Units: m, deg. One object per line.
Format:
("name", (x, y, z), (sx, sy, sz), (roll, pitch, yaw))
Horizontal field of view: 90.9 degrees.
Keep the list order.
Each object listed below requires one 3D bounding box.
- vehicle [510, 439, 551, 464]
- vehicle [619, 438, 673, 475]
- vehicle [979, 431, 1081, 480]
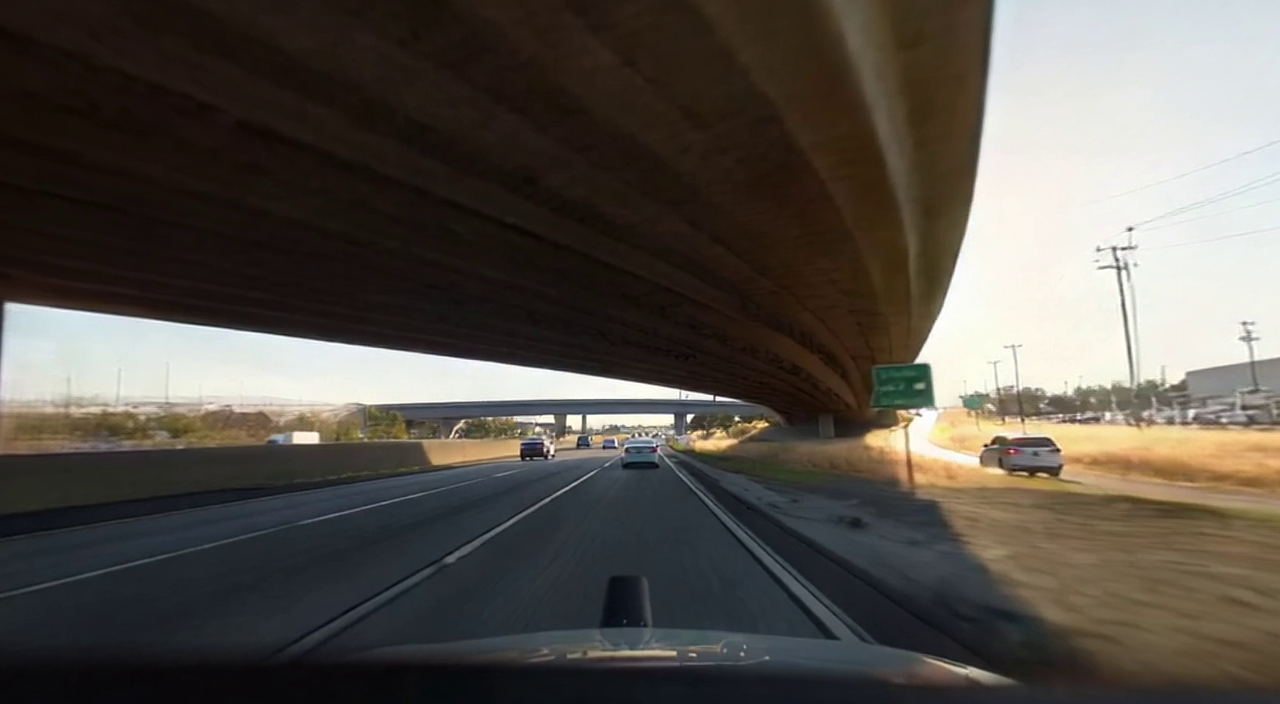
("vehicle", (-7.677, 7.024, 44.703), (2.067, 1.682, 4.388), (0, -9, 1))
("vehicle", (0.237, 4.507, 27.430), (2.145, 1.493, 4.146), (0, -8, 0))
("vehicle", (15.927, 4.229, 26.087), (2.095, 1.674, 4.530), (2, -8, 11))
